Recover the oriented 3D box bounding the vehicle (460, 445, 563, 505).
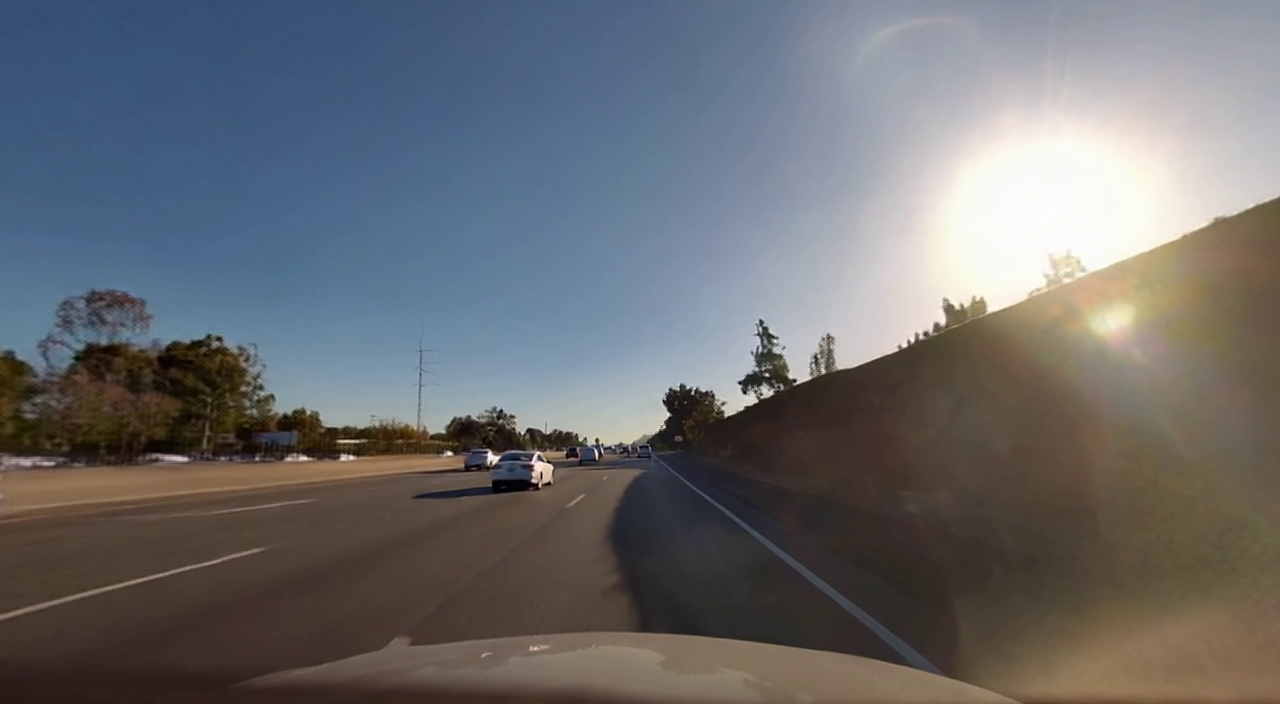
[{"bbox_3d":[-3.608,3.532,18.598,1.945,1.484,4.803,-1,-9,1],"label":"vehicle"}]
